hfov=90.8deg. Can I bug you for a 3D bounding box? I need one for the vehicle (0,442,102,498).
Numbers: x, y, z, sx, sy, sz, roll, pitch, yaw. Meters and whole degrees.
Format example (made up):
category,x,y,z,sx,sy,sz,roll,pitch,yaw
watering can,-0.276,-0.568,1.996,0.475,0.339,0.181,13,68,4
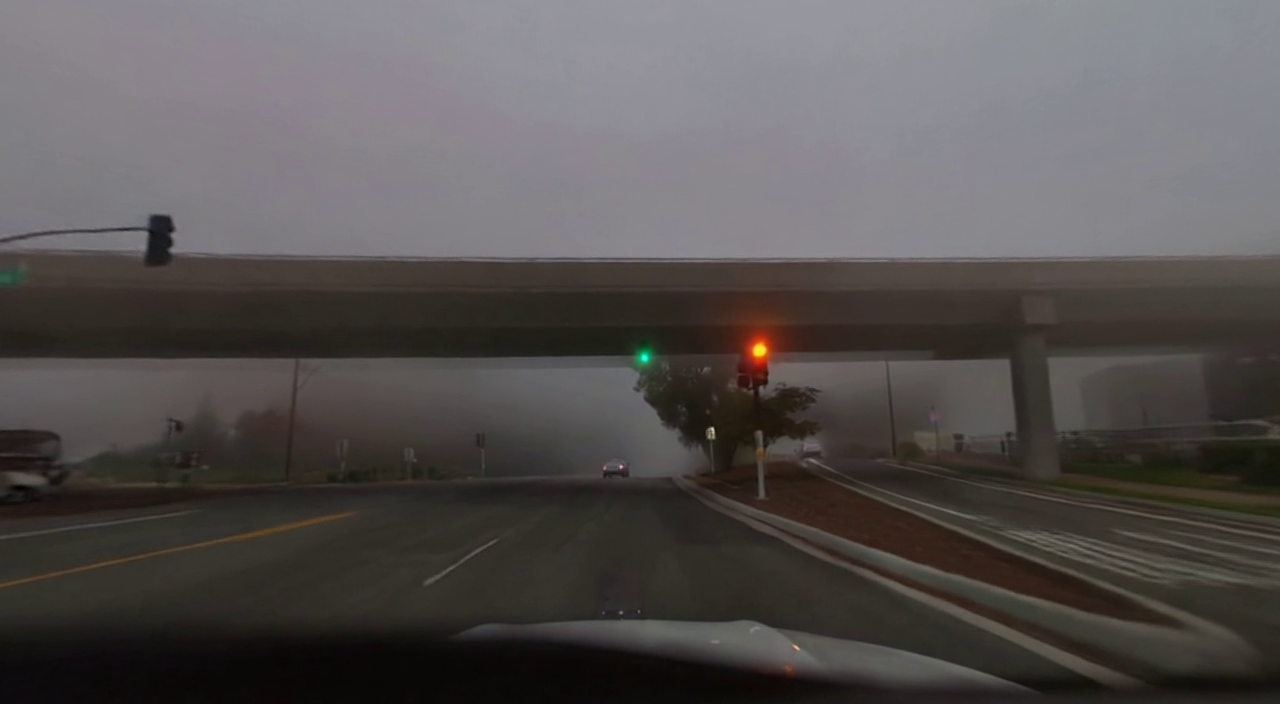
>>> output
category,x,y,z,sx,sy,sz,roll,pitch,yaw
vehicle,-19.525,3.583,19.414,3.877,1.623,2.049,2,-9,-9
